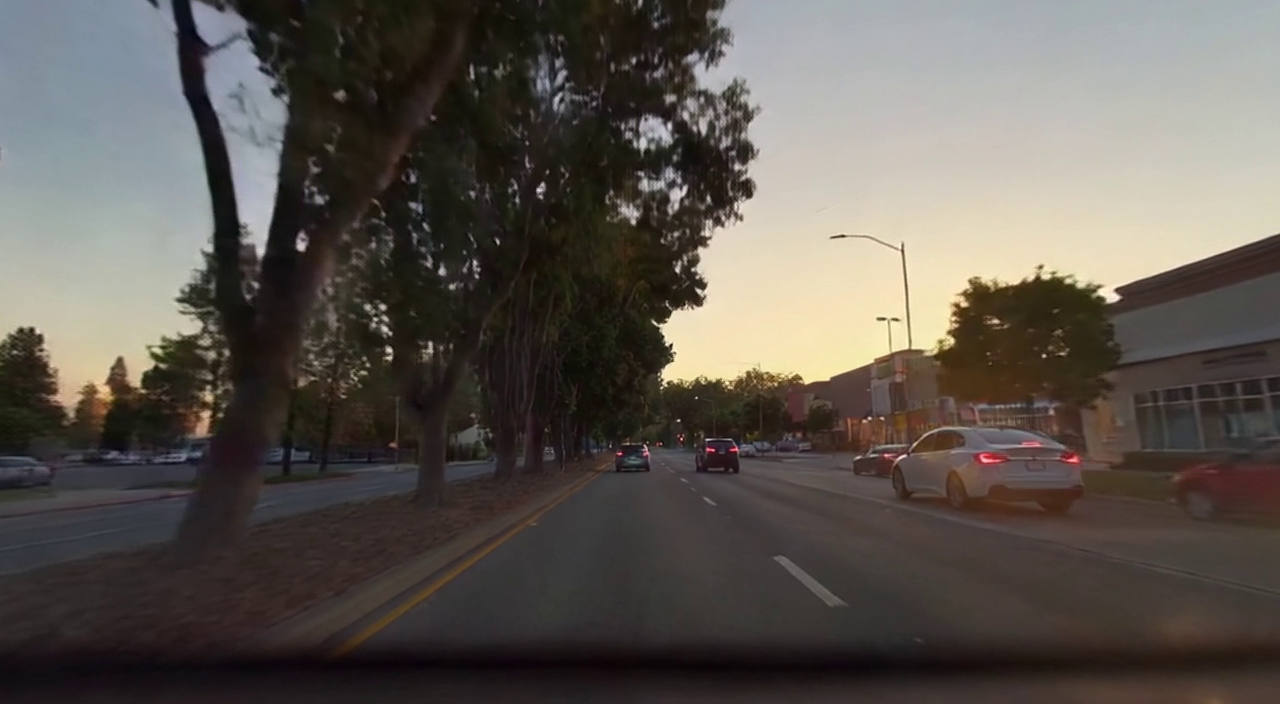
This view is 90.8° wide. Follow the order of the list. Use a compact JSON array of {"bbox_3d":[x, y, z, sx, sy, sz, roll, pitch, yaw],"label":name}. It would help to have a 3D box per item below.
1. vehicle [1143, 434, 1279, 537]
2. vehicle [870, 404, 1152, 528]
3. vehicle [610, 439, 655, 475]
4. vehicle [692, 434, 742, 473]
[{"bbox_3d":[10.314,1.948,9.248,2.021,1.481,4.746,0,-8,1],"label":"vehicle"},{"bbox_3d":[6.872,2.212,12.822,2.240,1.923,5.678,0,-8,0],"label":"vehicle"},{"bbox_3d":[-0.323,4.999,30.238,2.037,1.568,3.693,0,-8,0],"label":"vehicle"},{"bbox_3d":[3.835,5.133,32.133,1.955,1.845,4.538,0,-8,0],"label":"vehicle"}]
